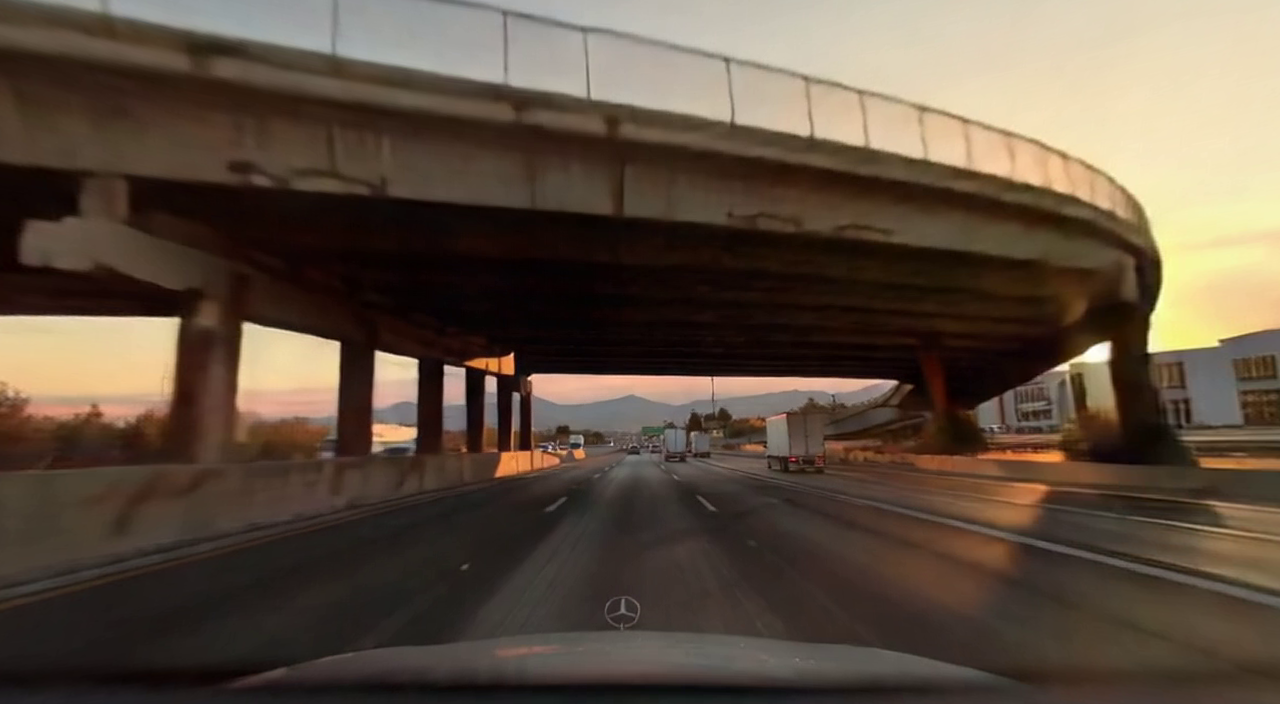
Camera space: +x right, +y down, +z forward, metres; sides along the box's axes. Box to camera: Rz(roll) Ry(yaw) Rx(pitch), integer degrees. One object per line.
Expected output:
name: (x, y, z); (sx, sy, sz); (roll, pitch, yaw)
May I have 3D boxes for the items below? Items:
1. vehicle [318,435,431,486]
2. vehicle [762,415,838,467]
vehicle: (-10.161, 4.203, 24.698); (2.253, 1.764, 4.794); (0, -9, 1)
vehicle: (11.235, 6.469, 45.528); (2.912, 3.293, 9.588); (0, -9, -1)
